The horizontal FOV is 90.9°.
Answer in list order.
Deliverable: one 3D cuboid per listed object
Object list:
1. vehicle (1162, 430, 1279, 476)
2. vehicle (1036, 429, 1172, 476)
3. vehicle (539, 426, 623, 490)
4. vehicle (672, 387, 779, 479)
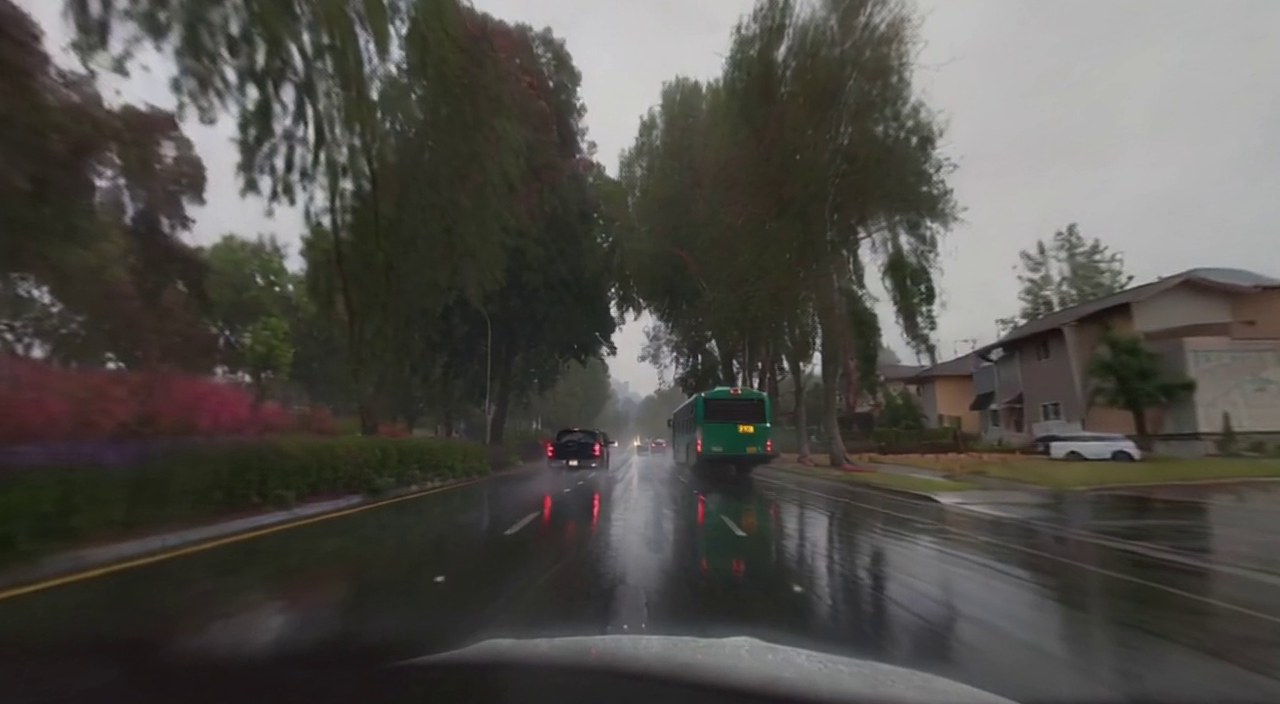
[{"bbox_3d":[21.925,3.644,22.970,1.905,1.481,4.731,-1,-9,4],"label":"vehicle"},{"bbox_3d":[16.609,3.660,22.885,1.797,1.455,4.342,-2,-9,3],"label":"vehicle"},{"bbox_3d":[-1.802,3.491,21.095,2.074,1.849,5.137,0,-8,3],"label":"vehicle"},{"bbox_3d":[3.359,3.821,28.819,3.059,3.264,12.623,0,-8,0],"label":"vehicle"}]
